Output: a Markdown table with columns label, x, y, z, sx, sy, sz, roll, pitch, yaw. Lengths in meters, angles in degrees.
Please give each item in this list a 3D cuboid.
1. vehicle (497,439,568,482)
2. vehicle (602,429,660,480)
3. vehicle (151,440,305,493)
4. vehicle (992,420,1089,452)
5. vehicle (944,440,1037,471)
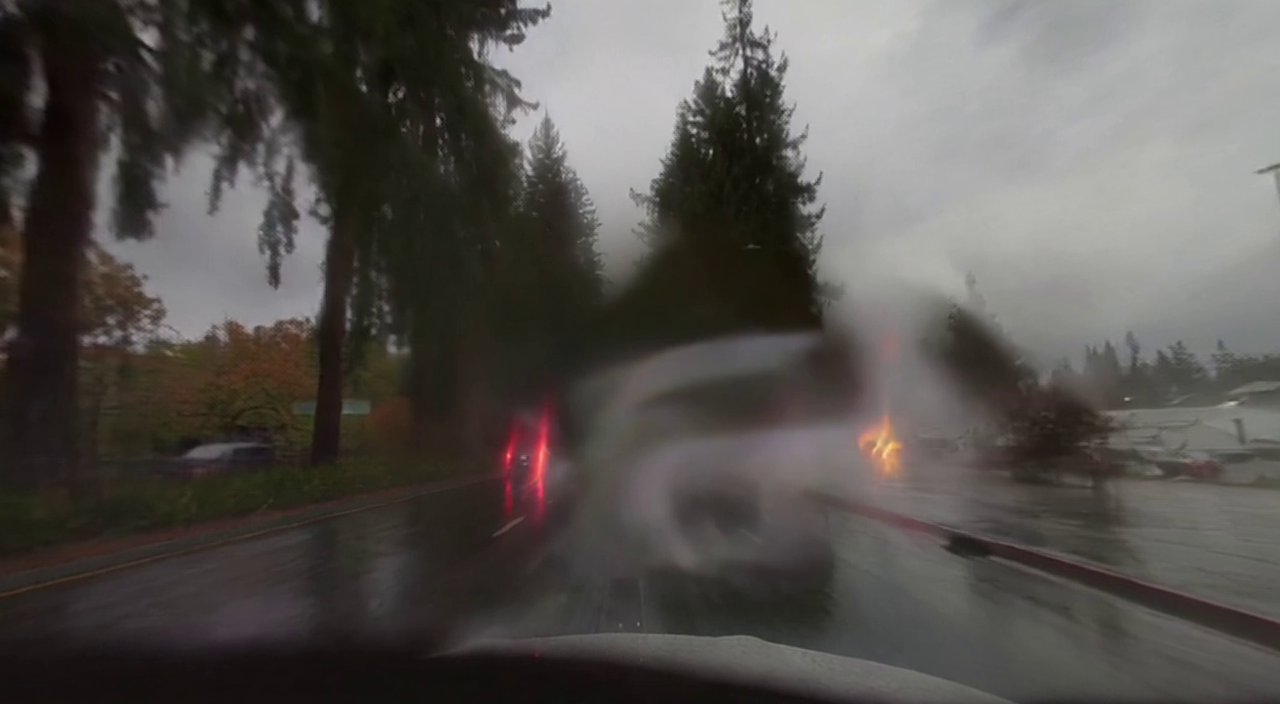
| label | x | y | z | sx | sy | sz | roll | pitch | yaw |
| --- | --- | --- | --- | --- | --- | --- | --- | --- | --- |
| vehicle | -3.961 | 4.075 | 24.020 | 1.917 | 1.448 | 4.178 | 0 | -8 | 1 |
| vehicle | -0.348 | 3.848 | 23.923 | 2.018 | 1.769 | 3.897 | 0 | -8 | -1 |
| vehicle | -16.422 | 4.566 | 25.736 | 2.306 | 1.890 | 5.822 | 0 | -8 | 0 |
| vehicle | 19.994 | 4.214 | 31.648 | 3.567 | 1.521 | 1.879 | 0 | -8 | -5 |
| vehicle | 20.875 | 6.174 | 37.775 | 4.387 | 1.752 | 1.903 | 0 | -8 | -3 |
